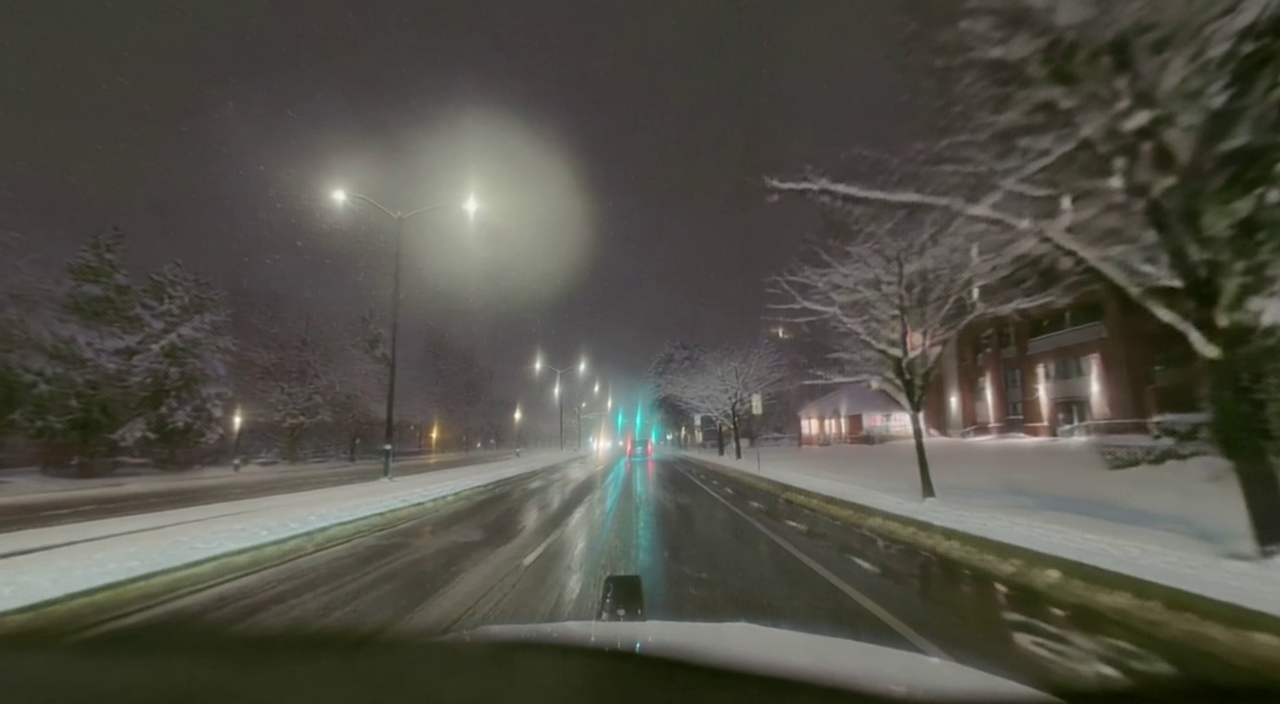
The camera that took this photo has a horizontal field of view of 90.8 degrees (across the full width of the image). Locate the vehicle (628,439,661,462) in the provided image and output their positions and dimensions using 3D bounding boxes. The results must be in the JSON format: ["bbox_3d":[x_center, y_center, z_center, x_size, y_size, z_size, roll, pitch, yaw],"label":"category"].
[{"bbox_3d":[0.249,6.604,42.388,2.115,1.461,3.976,0,-8,-1],"label":"vehicle"}]
